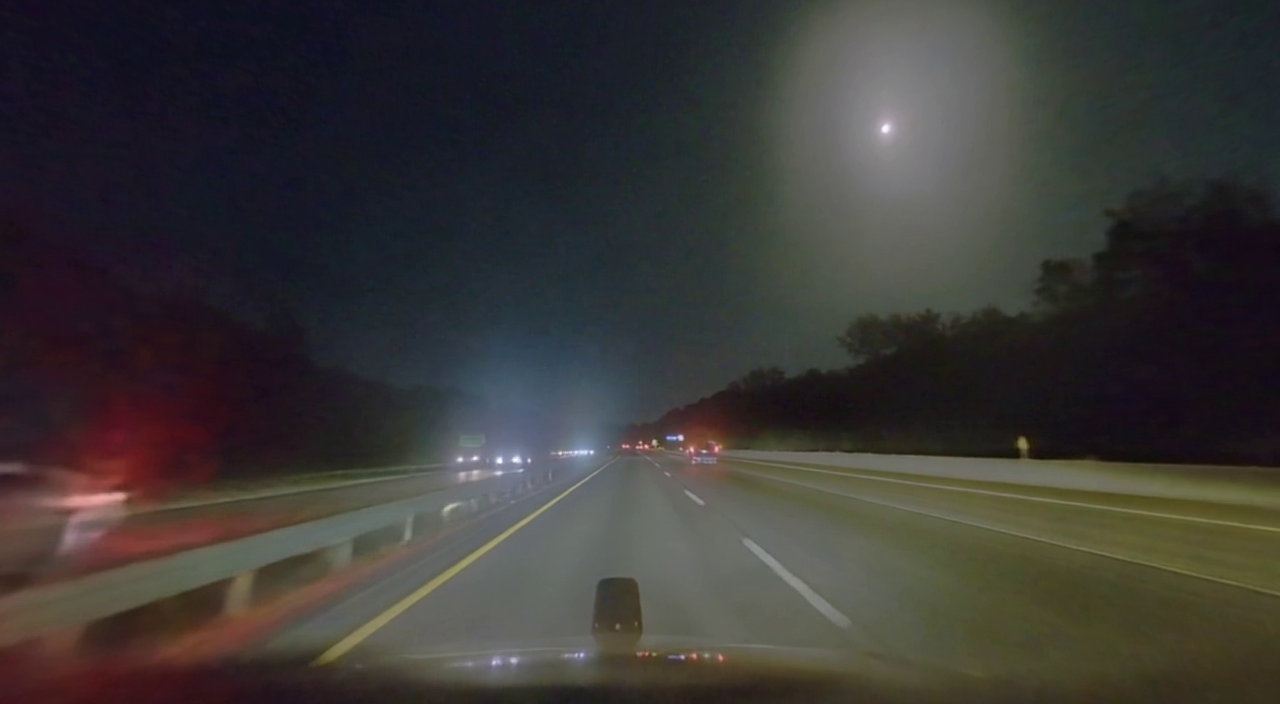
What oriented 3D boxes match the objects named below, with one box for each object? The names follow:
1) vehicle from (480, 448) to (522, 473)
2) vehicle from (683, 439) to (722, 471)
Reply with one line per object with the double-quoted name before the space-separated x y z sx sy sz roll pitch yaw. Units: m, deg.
"vehicle" -9.322 7.292 42.286 1.950 1.587 4.308 0 -9 -1
"vehicle" 3.415 5.703 34.867 1.972 1.614 4.025 -1 -9 3
